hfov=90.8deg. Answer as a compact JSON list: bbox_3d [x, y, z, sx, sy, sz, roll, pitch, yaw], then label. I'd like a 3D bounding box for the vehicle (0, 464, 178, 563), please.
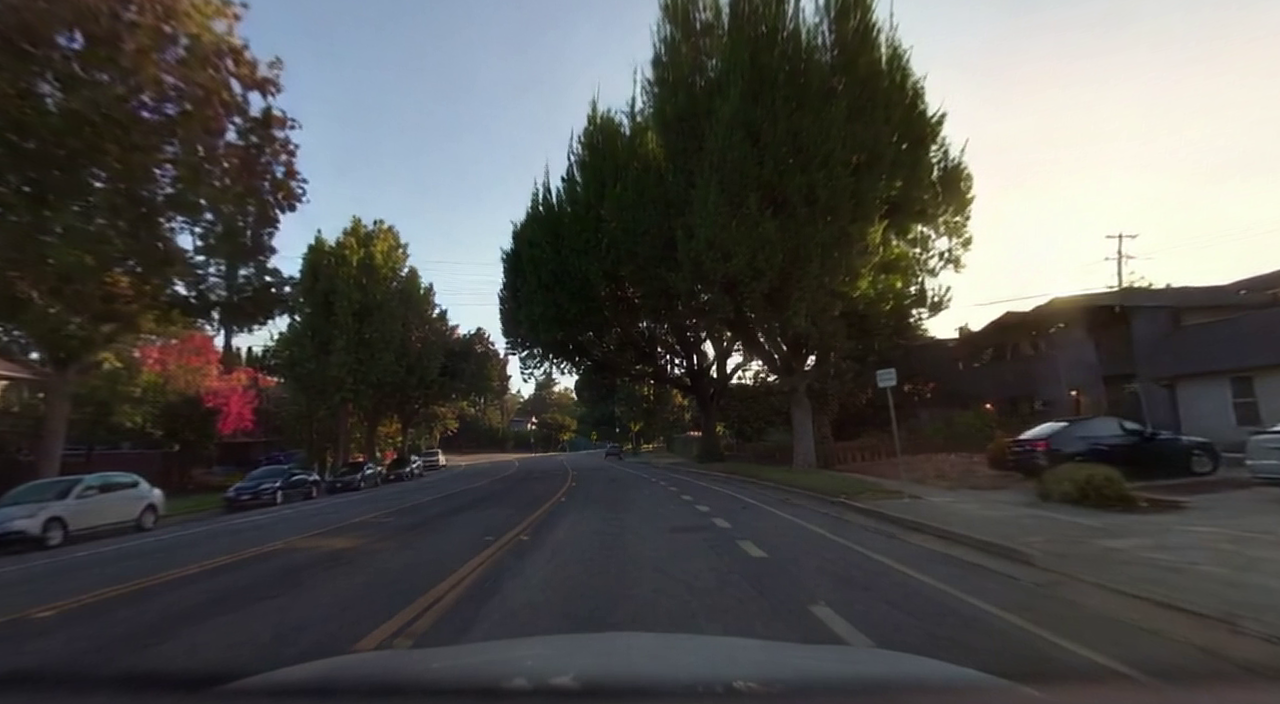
[{"bbox_3d":[-11.165,3.015,12.337,1.586,1.433,3.485,1,-8,1],"label":"vehicle"}]

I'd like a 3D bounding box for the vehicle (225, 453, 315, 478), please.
[{"bbox_3d":[-23.014,7.081,39.428,4.435,1.472,1.870,0,-9,0],"label":"vehicle"}]

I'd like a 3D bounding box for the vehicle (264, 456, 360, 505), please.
[{"bbox_3d":[-11.834,4.619,23.089,1.750,1.471,3.960,2,-8,-7],"label":"vehicle"}]

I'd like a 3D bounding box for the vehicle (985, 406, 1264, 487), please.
[{"bbox_3d":[11.075,2.201,14.762,4.760,1.738,2.052,0,-9,0],"label":"vehicle"}]

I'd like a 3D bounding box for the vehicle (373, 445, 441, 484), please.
[{"bbox_3d":[-12.810,6.157,35.123,2.190,1.789,5.477,-4,-7,-6],"label":"vehicle"}]
